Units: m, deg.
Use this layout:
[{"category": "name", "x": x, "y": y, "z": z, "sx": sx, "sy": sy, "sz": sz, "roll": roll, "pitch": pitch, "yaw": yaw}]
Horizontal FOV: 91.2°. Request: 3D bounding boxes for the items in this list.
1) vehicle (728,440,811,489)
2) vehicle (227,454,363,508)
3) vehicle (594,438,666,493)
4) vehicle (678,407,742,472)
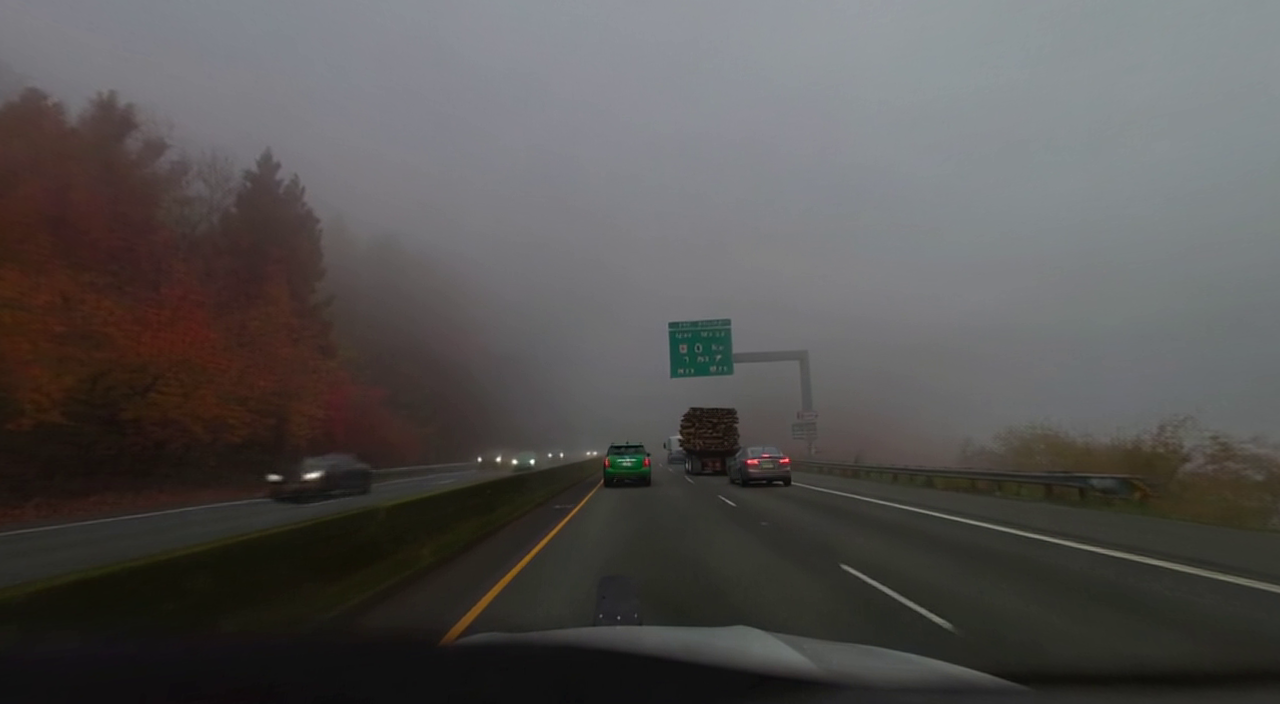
[{"category": "vehicle", "x": 4.780, "y": 4.231, "z": 23.912, "sx": 2.057, "sy": 1.660, "sz": 4.525, "roll": 0, "pitch": -9, "yaw": -2}, {"category": "vehicle", "x": -12.456, "y": 4.646, "z": 23.111, "sx": 2.191, "sy": 1.683, "sz": 4.795, "roll": -1, "pitch": -9, "yaw": 1}, {"category": "vehicle", "x": -0.348, "y": 3.872, "z": 21.669, "sx": 2.263, "sy": 1.699, "sz": 3.936, "roll": 0, "pitch": -9, "yaw": -1}, {"category": "vehicle", "x": 4.524, "y": 5.965, "z": 42.286, "sx": 3.125, "sy": 3.895, "sz": 8.461, "roll": 0, "pitch": -9, "yaw": -1}]
